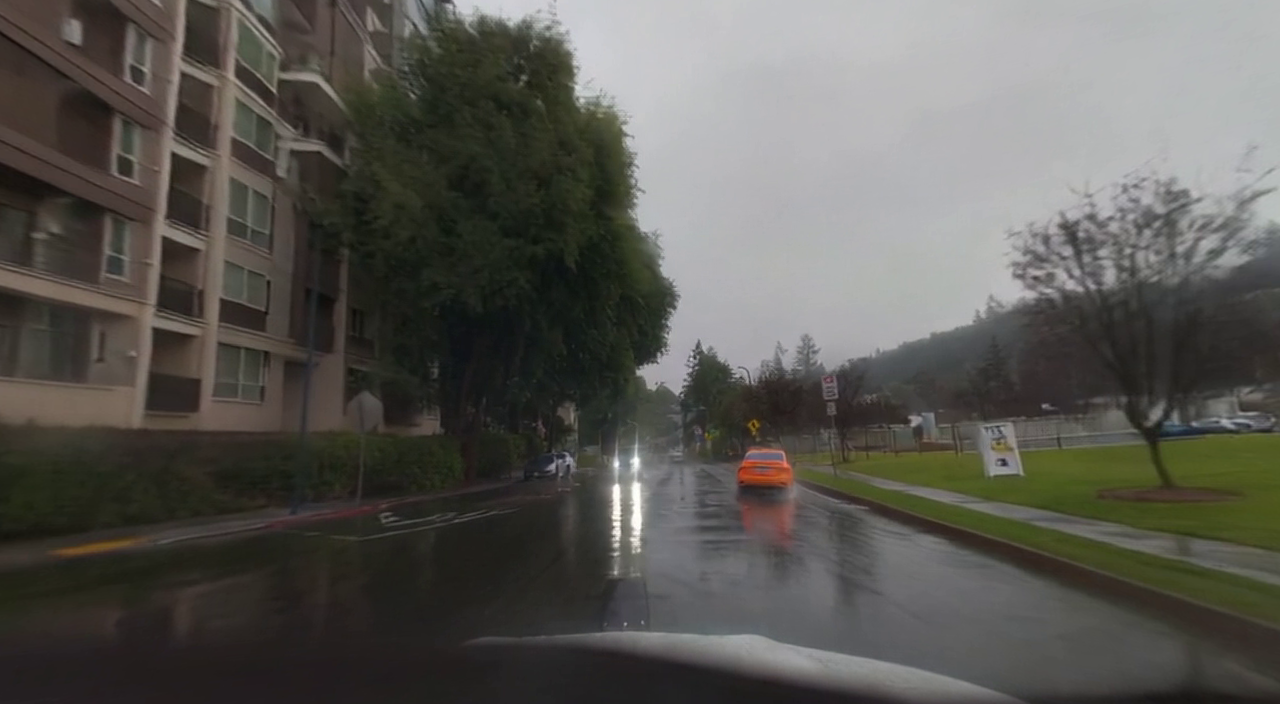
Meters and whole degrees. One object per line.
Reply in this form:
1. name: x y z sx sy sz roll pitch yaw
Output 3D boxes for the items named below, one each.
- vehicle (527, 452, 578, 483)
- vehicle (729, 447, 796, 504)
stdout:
1. vehicle: -6.154 8.162 44.784 2.347 1.846 4.915 -7 -9 5
2. vehicle: 3.444 3.532 18.094 1.559 1.351 2.452 -7 -11 6
